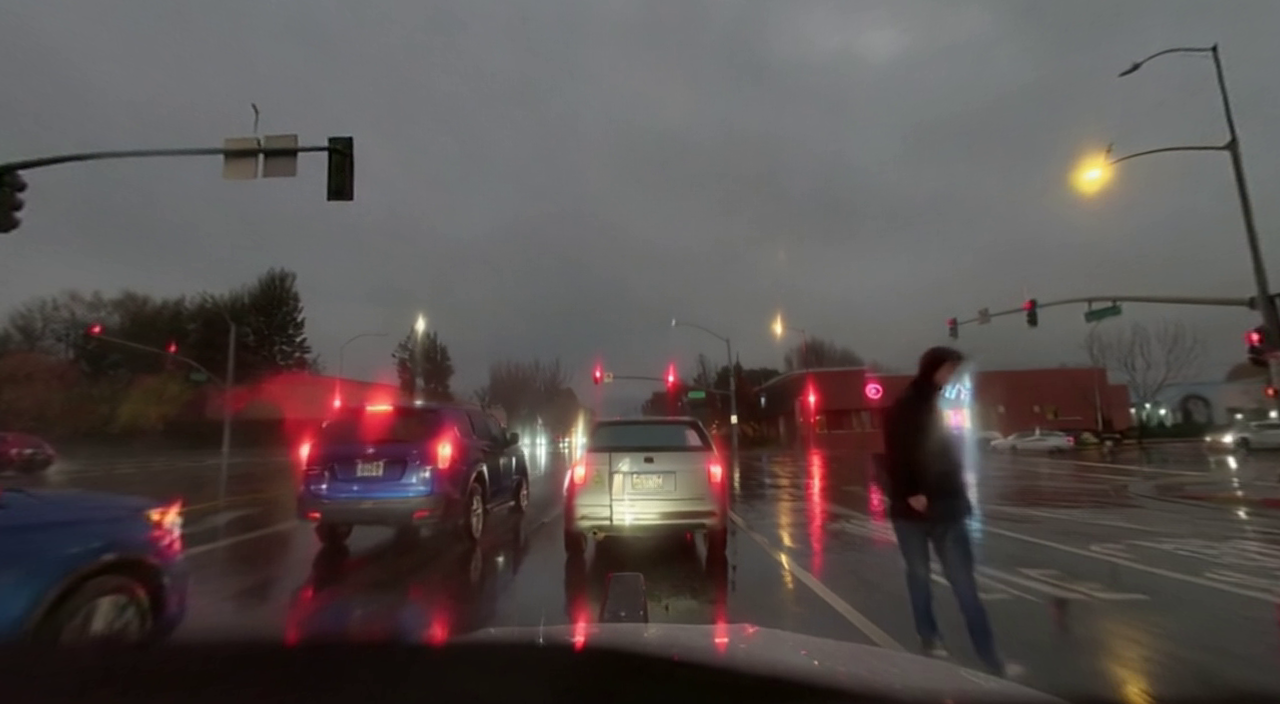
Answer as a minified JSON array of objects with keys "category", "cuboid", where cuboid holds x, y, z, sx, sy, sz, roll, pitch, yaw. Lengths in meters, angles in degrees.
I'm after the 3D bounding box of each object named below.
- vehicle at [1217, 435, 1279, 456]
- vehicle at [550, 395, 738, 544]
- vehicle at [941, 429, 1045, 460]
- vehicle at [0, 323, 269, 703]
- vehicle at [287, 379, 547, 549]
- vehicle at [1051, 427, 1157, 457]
[{"category":"vehicle","cuboid":[44.935,6.770,45.534,4.396,1.479,1.778,1,-8,-2]},{"category":"vehicle","cuboid":[-0.005,1.722,9.784,2.204,1.738,4.690,0,-8,-1]},{"category":"vehicle","cuboid":[19.448,5.112,34.716,4.624,1.601,1.871,1,-8,-3]},{"category":"vehicle","cuboid":[-3.339,0.654,1.593,2.006,1.707,4.448,0,-8,1]},{"category":"vehicle","cuboid":[-2.897,1.627,9.632,2.220,1.926,4.870,0,-8,-1]},{"category":"vehicle","cuboid":[28.088,5.477,38.133,4.849,1.759,2.041,1,-8,-3]}]
